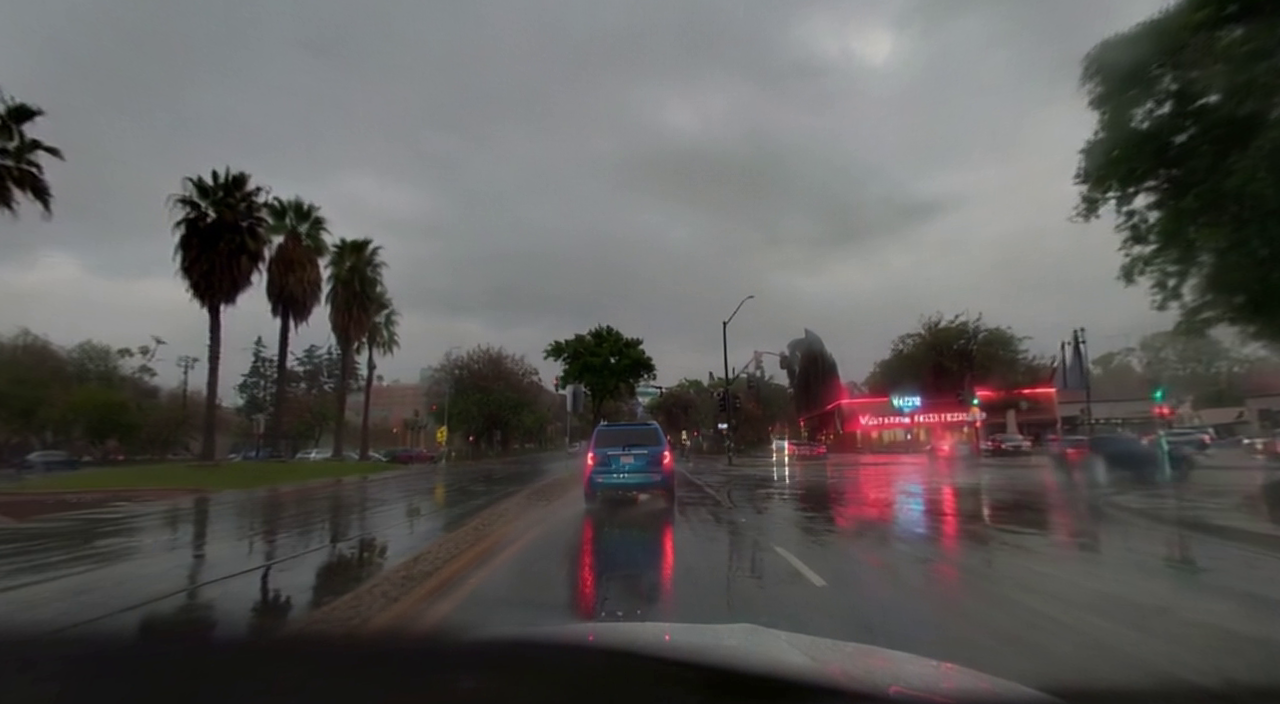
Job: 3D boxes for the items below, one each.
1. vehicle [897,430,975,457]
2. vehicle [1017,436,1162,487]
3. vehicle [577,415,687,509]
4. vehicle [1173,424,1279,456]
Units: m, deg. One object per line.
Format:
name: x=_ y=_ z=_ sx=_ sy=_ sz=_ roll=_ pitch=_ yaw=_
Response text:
vehicle: x=21.719 y=6.753 z=46.455 sx=4.852 sy=1.847 sz=1.983 roll=-6 pitch=-10 yaw=33
vehicle: x=15.343 y=3.672 z=21.572 sx=4.542 sy=1.560 sz=2.086 roll=4 pitch=-9 yaw=-28
vehicle: x=-0.095 y=2.629 z=15.516 sx=2.263 sy=1.932 sz=4.709 roll=0 pitch=-8 yaw=2
vehicle: x=32.479 y=4.890 z=34.975 sx=4.167 sy=1.655 sz=1.841 roll=-5 pitch=-10 yaw=32
